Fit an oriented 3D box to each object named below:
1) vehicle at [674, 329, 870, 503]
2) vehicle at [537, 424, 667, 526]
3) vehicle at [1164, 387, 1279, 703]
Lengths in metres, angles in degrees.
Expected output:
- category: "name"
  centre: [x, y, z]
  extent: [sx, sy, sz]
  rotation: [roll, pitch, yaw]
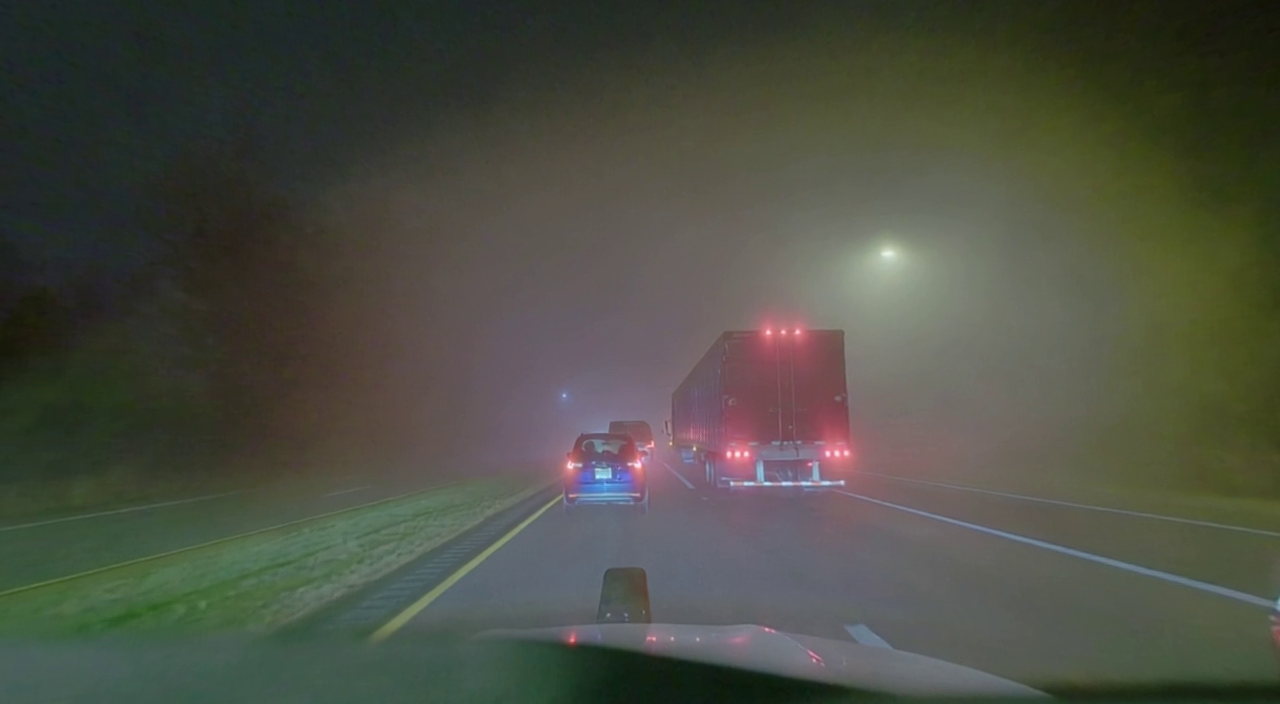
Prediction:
- category: "vehicle"
  centre: [3.656, 2.733, 23.800]
  extent: [3.591, 4.290, 16.696]
  rotation: [0, -8, -1]
- category: "vehicle"
  centre: [-0.600, 2.209, 11.825]
  extent: [2.009, 1.554, 4.013]
  rotation: [0, -8, 0]
- category: "vehicle"
  centre: [3.552, 0.630, 0.660]
  extent: [1.960, 1.515, 4.713]
  rotation: [0, -8, 0]
